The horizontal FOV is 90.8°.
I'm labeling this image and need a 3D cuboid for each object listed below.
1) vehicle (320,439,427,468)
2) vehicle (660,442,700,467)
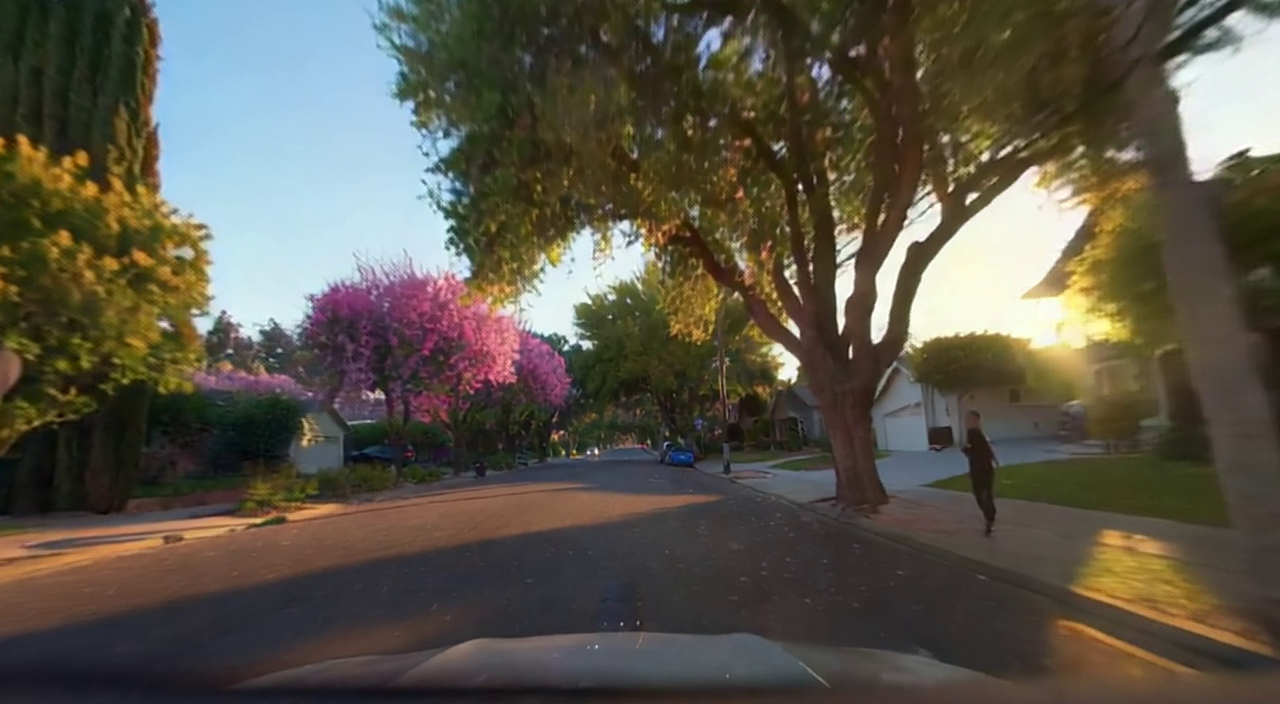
[{"bbox_3d":[-17.114,6.566,40.810,5.902,1.796,2.183,0,-8,-2],"label":"vehicle"},{"bbox_3d":[2.377,6.250,38.758,2.022,1.455,4.406,0,-8,-2],"label":"vehicle"}]
